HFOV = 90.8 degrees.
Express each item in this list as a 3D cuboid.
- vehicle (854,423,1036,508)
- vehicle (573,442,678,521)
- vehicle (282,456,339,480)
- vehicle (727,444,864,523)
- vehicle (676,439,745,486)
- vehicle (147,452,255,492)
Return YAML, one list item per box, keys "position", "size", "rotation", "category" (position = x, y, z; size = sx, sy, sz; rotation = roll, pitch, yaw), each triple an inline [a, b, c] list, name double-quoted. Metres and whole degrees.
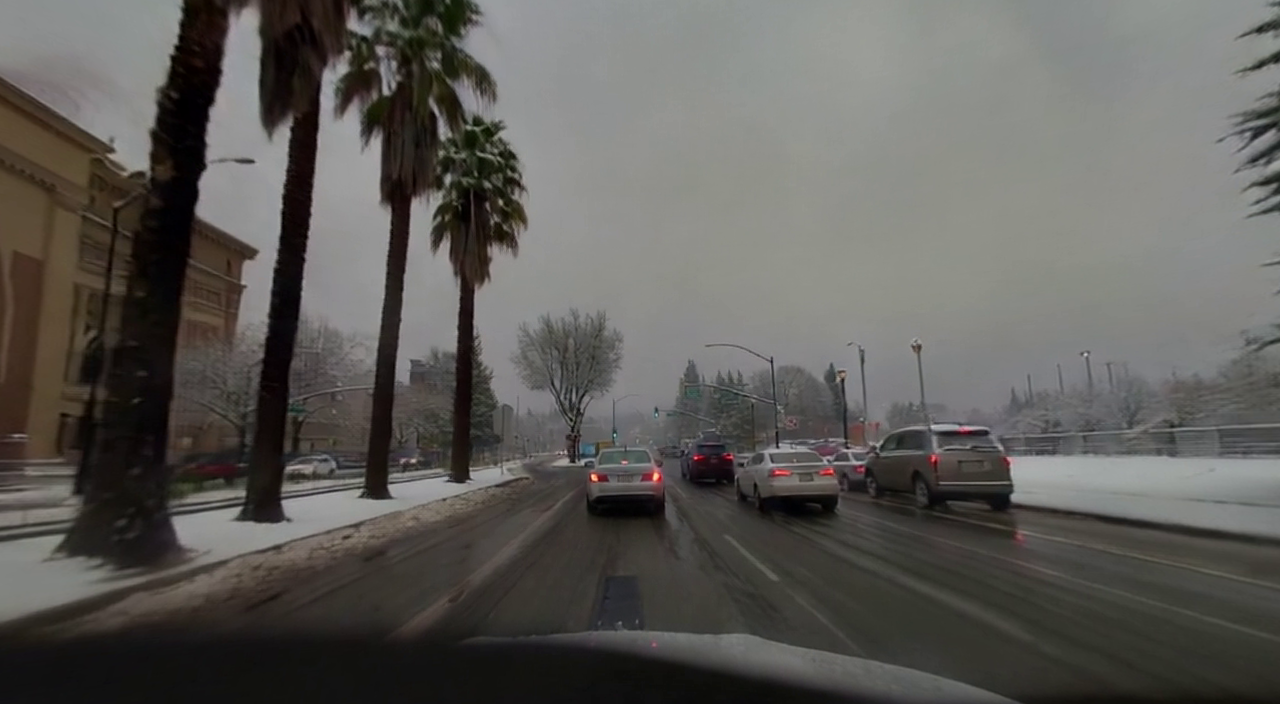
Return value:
- position: [7.948, 2.965, 17.235]
  size: [2.200, 1.933, 5.123]
  rotation: [0, -8, -3]
  category: "vehicle"
- position: [-0.306, 2.822, 14.294]
  size: [2.050, 1.521, 3.747]
  rotation: [0, -9, -1]
  category: "vehicle"
- position: [-24.767, 8.668, 47.601]
  size: [1.870, 1.636, 4.375]
  rotation: [0, -9, 1]
  category: "vehicle"
- position: [3.205, 2.788, 13.991]
  size: [1.833, 1.465, 4.258]
  rotation: [0, -9, -2]
  category: "vehicle"
- position: [3.091, 5.092, 29.660]
  size: [2.127, 1.854, 7.971]
  rotation: [0, -9, -1]
  category: "vehicle"
- position: [-21.451, 5.848, 31.151]
  size: [1.955, 1.770, 4.700]
  rotation: [0, -9, -1]
  category: "vehicle"
